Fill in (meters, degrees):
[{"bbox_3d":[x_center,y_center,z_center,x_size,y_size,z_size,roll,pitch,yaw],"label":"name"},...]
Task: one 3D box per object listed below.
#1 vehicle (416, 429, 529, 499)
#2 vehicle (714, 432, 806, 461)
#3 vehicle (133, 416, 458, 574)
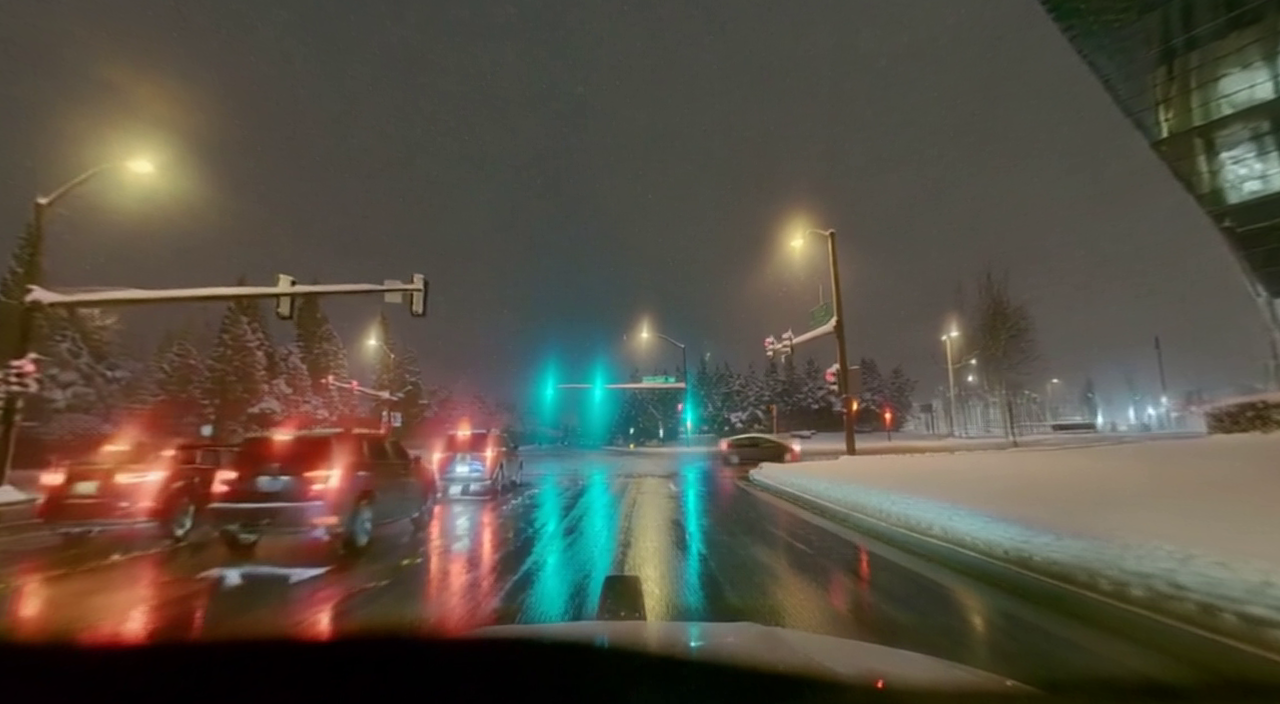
[{"bbox_3d":[-4.637,3.178,18.182,1.971,1.740,4.654,0,-9,0],"label":"vehicle"},{"bbox_3d":[6.615,5.279,35.045,4.767,1.524,1.929,0,-9,0],"label":"vehicle"},{"bbox_3d":[-4.242,1.829,8.784,2.043,1.636,4.320,0,-9,0],"label":"vehicle"}]
